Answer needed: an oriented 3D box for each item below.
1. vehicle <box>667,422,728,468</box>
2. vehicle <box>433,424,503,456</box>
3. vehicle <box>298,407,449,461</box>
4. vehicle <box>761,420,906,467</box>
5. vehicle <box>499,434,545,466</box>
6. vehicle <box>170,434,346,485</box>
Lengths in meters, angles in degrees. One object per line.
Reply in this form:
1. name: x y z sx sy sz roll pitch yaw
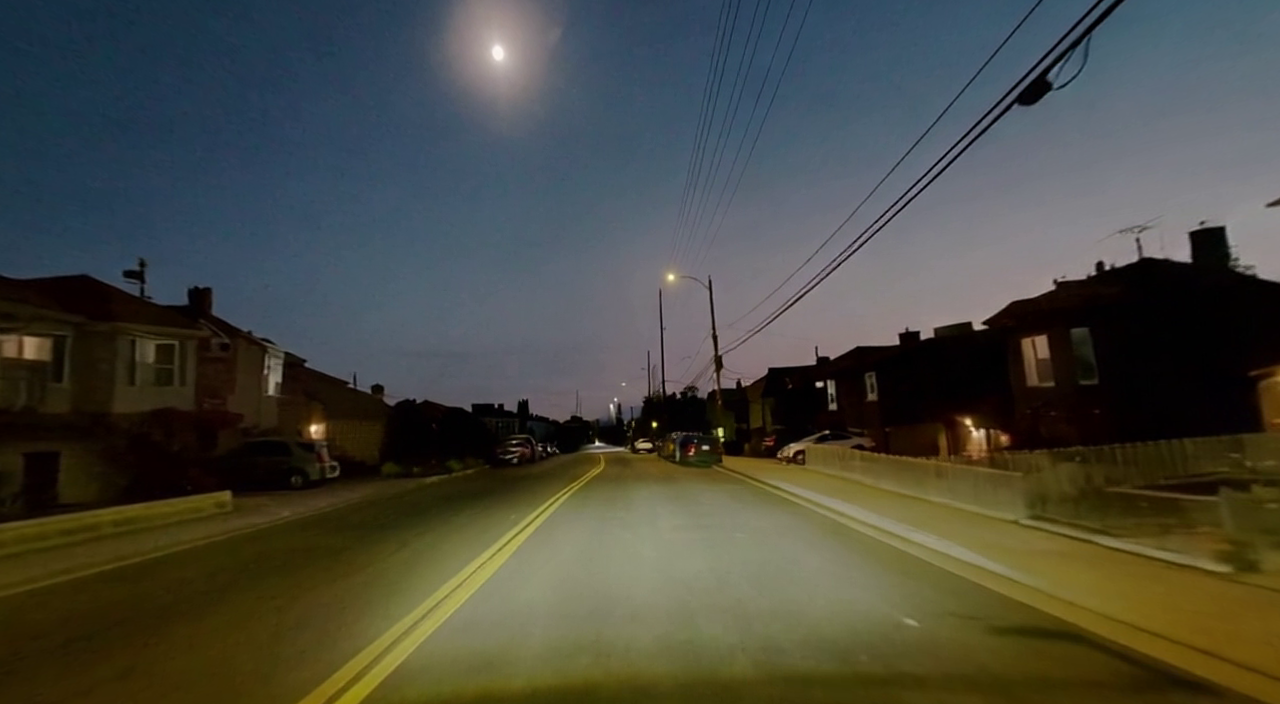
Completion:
1. vehicle: 2.536 4.333 29.429 2.277 1.917 5.495 0 -8 -1
2. vehicle: -12.802 6.632 47.097 4.662 2.140 2.117 3 -9 -5
3. vehicle: -14.661 4.561 34.865 7.267 2.775 2.786 -2 -9 12
4. vehicle: 7.213 3.498 23.902 4.893 1.642 1.874 1 -10 1
5. vehicle: -7.264 6.002 39.020 1.994 1.588 4.148 -5 -6 -1
6. vehicle: -12.280 3.436 20.461 4.484 1.538 1.901 0 -7 2
